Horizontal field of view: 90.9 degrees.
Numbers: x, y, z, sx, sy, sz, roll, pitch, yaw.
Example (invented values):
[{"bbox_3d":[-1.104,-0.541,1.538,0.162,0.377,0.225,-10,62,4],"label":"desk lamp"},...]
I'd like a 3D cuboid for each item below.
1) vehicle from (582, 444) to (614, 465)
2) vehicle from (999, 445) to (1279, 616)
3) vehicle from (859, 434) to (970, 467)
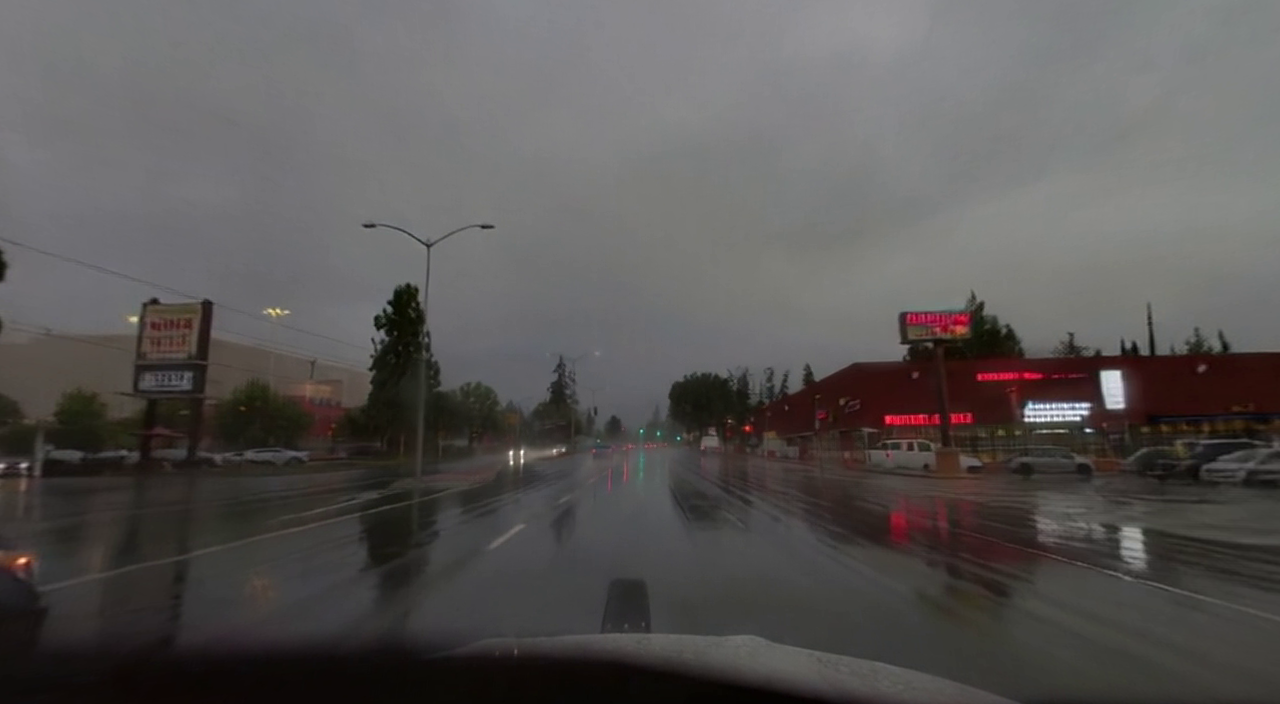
[{"bbox_3d":[-3.034,7.541,46.549,2.005,1.446,4.265,0,-8,1],"label":"vehicle"},{"bbox_3d":[6.607,1.873,7.602,1.923,1.482,4.558,0,-8,1],"label":"vehicle"},{"bbox_3d":[16.129,5.879,37.341,1.691,1.670,5.790,8,-14,-39],"label":"vehicle"}]
